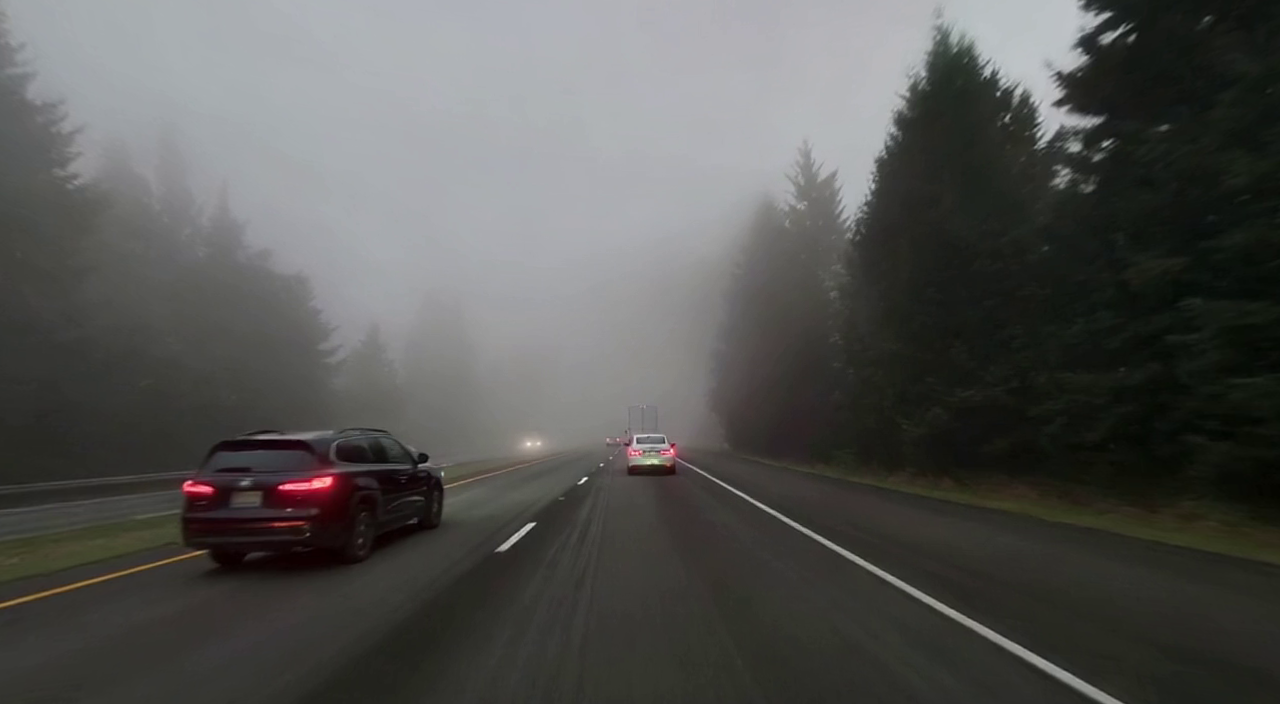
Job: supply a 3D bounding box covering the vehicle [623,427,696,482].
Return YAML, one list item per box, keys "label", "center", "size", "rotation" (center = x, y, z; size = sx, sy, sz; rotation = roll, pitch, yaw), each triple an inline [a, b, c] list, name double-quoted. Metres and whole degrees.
- label: "vehicle"
  center: [0.523, 3.204, 20.012]
  size: [2.072, 1.534, 4.300]
  rotation: [0, -8, 0]

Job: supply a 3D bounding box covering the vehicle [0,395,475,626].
- label: "vehicle"
  center: [-3.598, 1.453, 6.967]
  size: [2.192, 1.623, 4.887]
  rotation: [0, -8, 0]
